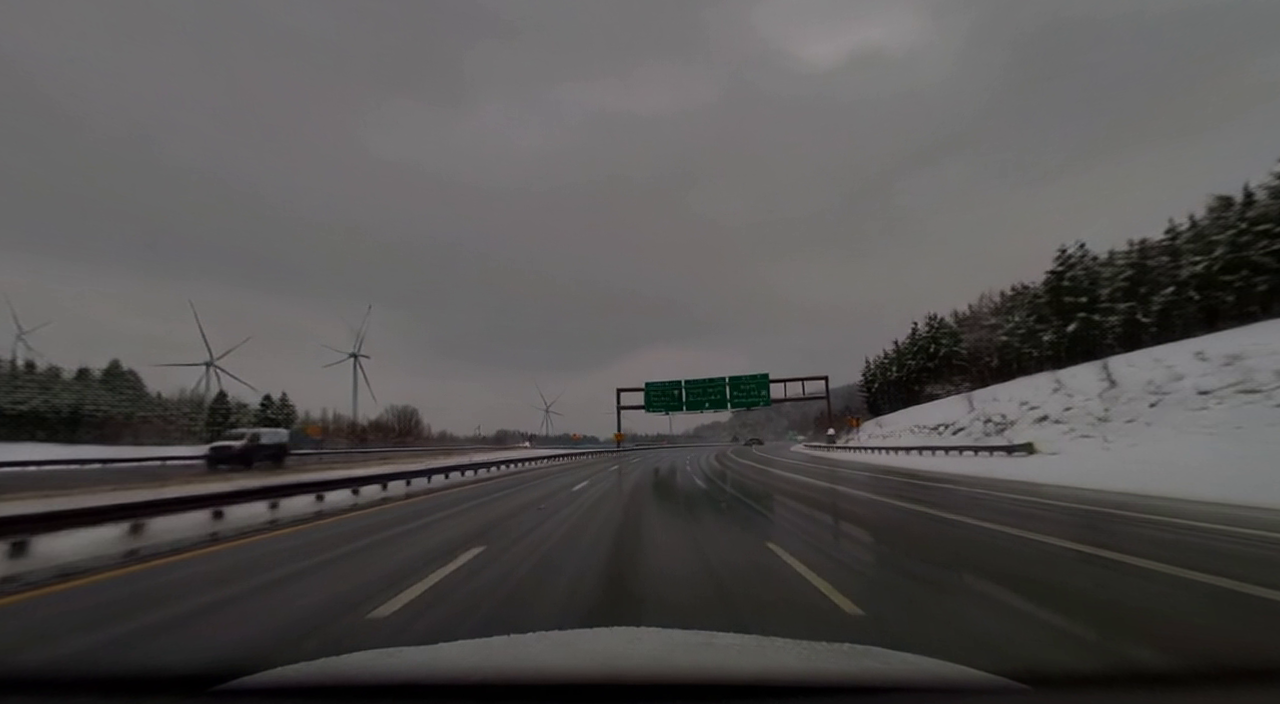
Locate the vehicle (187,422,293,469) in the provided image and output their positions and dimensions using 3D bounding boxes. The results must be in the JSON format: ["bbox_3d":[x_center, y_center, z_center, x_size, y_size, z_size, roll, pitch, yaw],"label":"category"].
[{"bbox_3d":[-19.592,4.651,31.198,2.113,2.089,5.212,0,-9,-4],"label":"vehicle"}]
